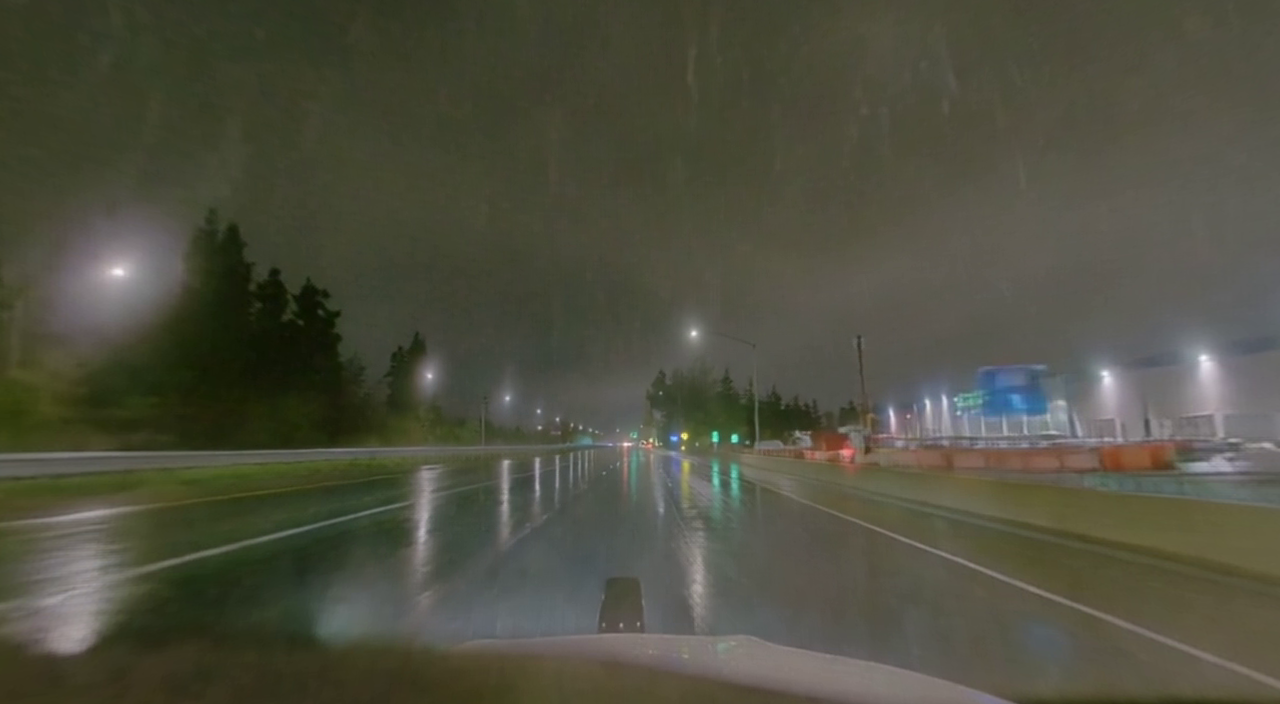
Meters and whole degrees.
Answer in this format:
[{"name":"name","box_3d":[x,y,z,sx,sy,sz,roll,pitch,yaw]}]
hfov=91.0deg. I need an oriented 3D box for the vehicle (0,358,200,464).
[{"name":"vehicle","box_3d":[-24.668,2.438,24.865,2.859,3.828,16.484,0,-9,-1]}]
